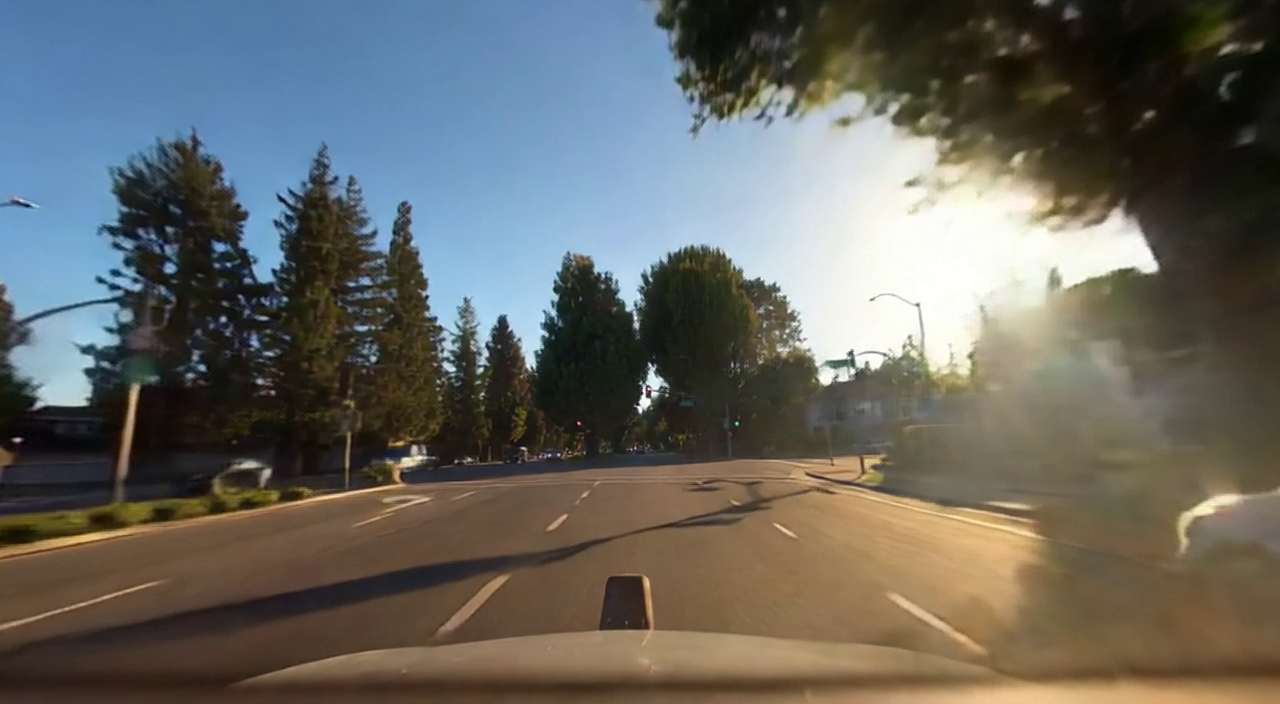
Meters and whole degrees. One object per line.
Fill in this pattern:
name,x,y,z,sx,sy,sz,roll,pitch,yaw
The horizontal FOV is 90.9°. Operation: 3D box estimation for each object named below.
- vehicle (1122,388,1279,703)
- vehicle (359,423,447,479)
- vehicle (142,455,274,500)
vehicle,4.198,0.847,2.289,2.018,1.591,3.564,-1,-9,0
vehicle,-13.151,5.547,35.521,2.357,2.798,6.419,-1,-9,1
vehicle,-16.852,4.886,24.939,1.946,1.502,4.557,-1,-9,1
